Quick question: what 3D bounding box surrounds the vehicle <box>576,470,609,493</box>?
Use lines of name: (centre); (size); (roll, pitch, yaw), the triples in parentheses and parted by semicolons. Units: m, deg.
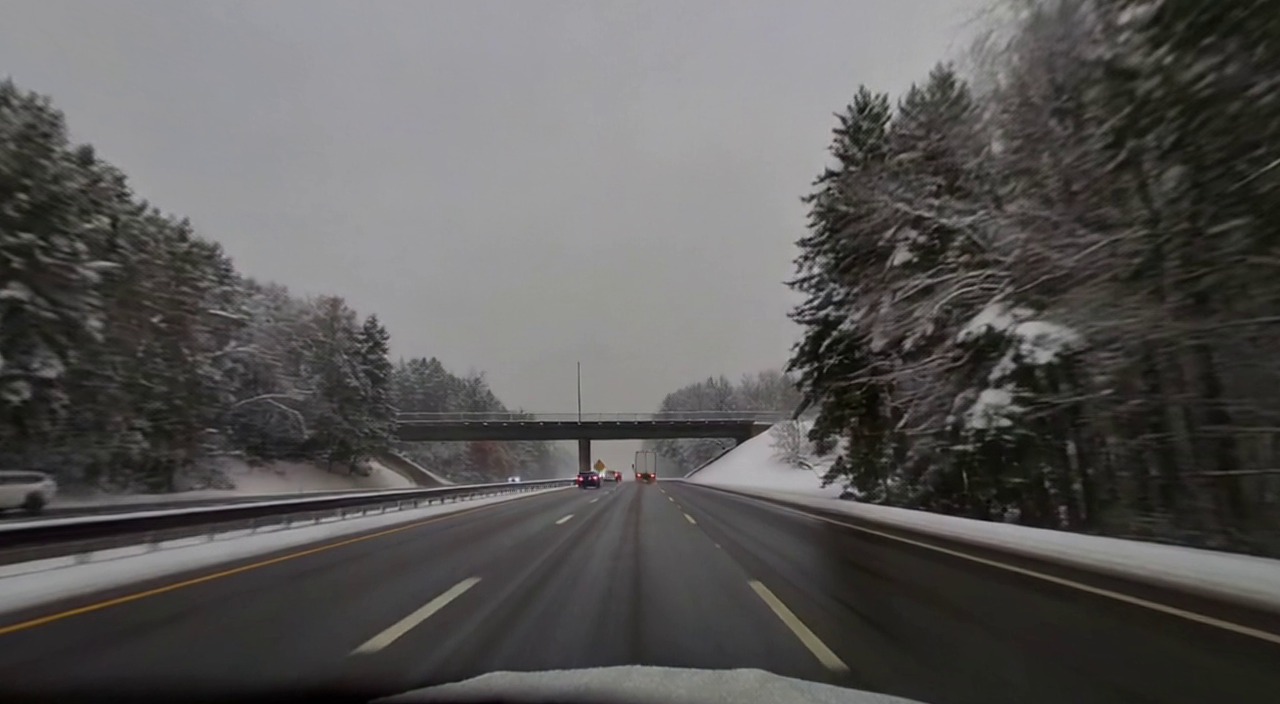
vehicle: (-3.385, 9.266, 45.271); (1.976, 1.514, 3.917); (1, -10, 1)
